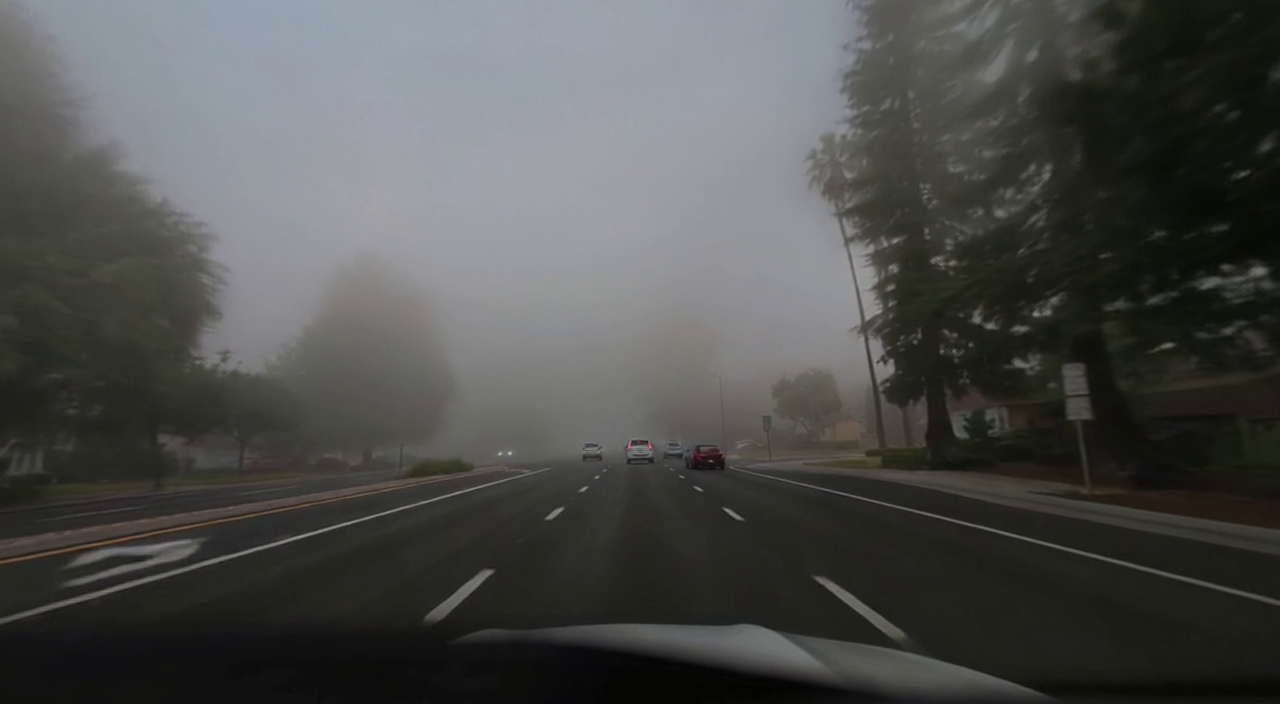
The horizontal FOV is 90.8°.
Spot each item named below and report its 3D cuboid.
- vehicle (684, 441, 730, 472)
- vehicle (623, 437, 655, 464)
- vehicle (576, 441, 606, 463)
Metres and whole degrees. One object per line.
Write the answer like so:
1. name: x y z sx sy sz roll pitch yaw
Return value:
1. vehicle: 3.367 5.336 32.558 1.830 1.451 4.009 0 -8 -2
2. vehicle: -0.114 6.740 43.259 2.043 1.734 4.253 0 -8 -1
3. vehicle: -3.686 7.564 48.104 2.000 1.569 3.794 0 -8 -1
